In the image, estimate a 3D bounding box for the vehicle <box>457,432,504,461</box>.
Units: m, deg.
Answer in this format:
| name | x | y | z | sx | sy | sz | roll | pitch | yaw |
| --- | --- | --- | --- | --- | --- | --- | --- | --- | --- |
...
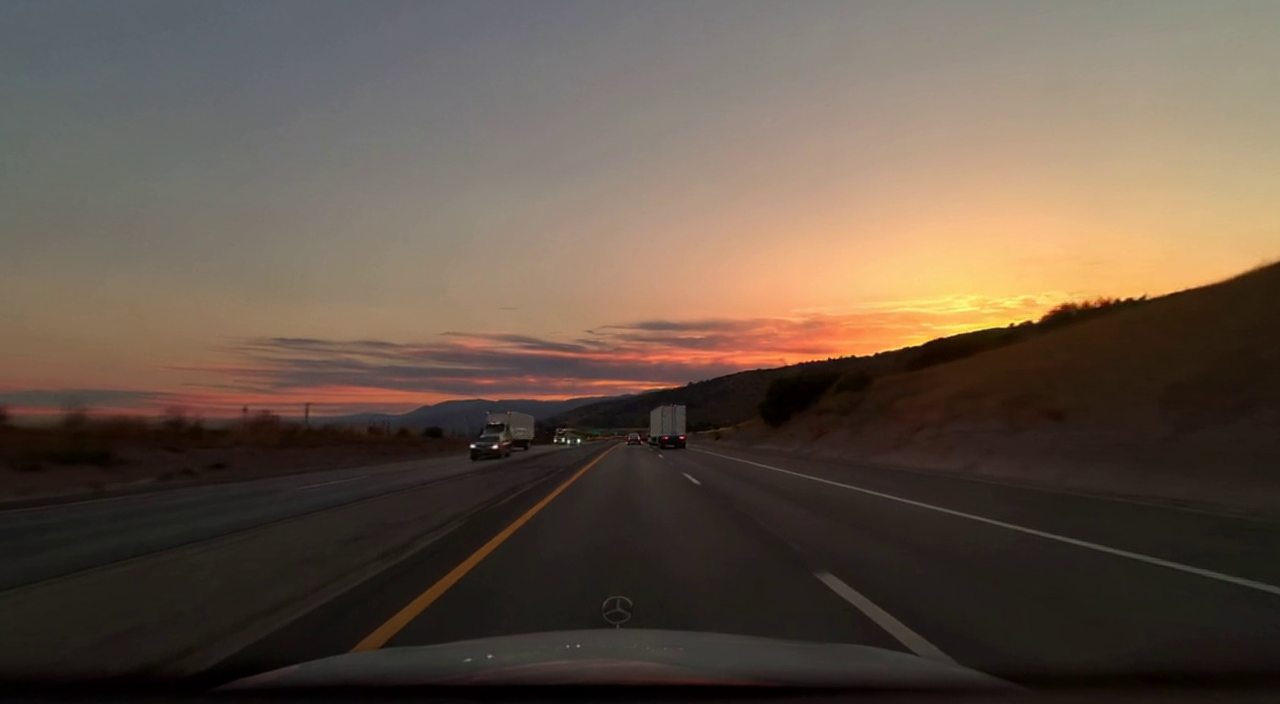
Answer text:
| name | x | y | z | sx | sy | sz | roll | pitch | yaw |
| --- | --- | --- | --- | --- | --- | --- | --- | --- | --- |
| vehicle | -11.030 | 6.519 | 43.746 | 2.007 | 1.888 | 4.537 | 0 | -8 | 1 |
